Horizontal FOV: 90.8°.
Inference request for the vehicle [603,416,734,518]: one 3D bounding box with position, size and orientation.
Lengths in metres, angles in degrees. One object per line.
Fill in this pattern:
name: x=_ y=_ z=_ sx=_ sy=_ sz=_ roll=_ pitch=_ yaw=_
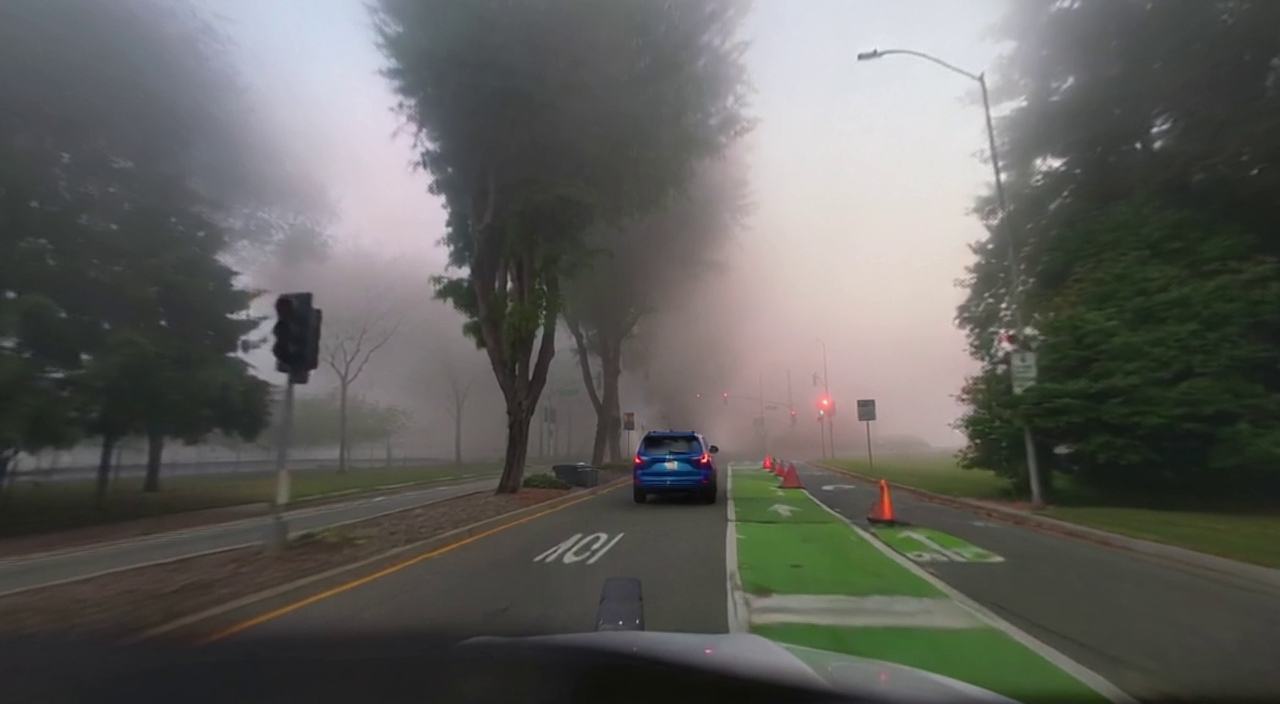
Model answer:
vehicle: x=0.779 y=2.409 z=13.654 sx=2.339 sy=1.790 sz=4.629 roll=-1 pitch=-9 yaw=7
